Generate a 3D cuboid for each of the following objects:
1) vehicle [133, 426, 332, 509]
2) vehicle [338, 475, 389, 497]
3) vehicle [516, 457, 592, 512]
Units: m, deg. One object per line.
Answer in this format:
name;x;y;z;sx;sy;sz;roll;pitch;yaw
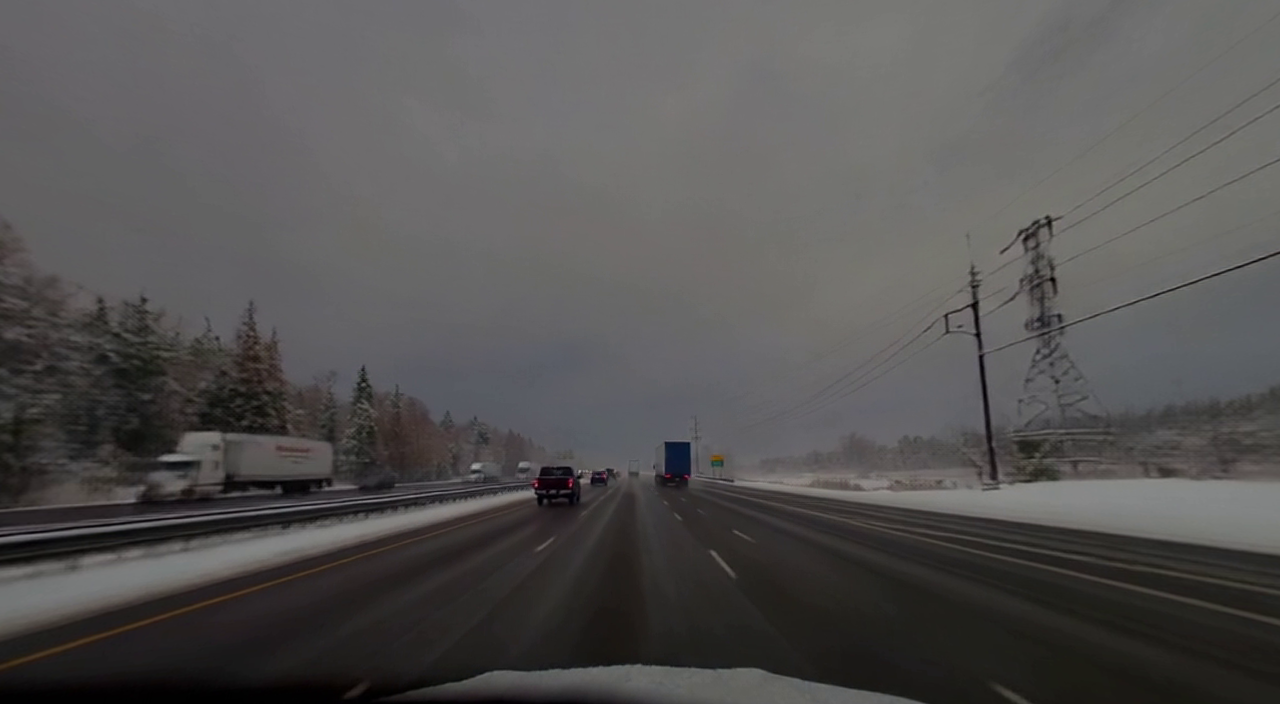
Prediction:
vehicle;-24.071;7.172;39.068;2.885;4.090;14.510;1;-11;-1
vehicle;-19.563;9.473;44.730;1.772;1.422;3.952;1;-11;0
vehicle;-2.964;4.720;22.659;2.065;1.722;4.441;1;-11;0
